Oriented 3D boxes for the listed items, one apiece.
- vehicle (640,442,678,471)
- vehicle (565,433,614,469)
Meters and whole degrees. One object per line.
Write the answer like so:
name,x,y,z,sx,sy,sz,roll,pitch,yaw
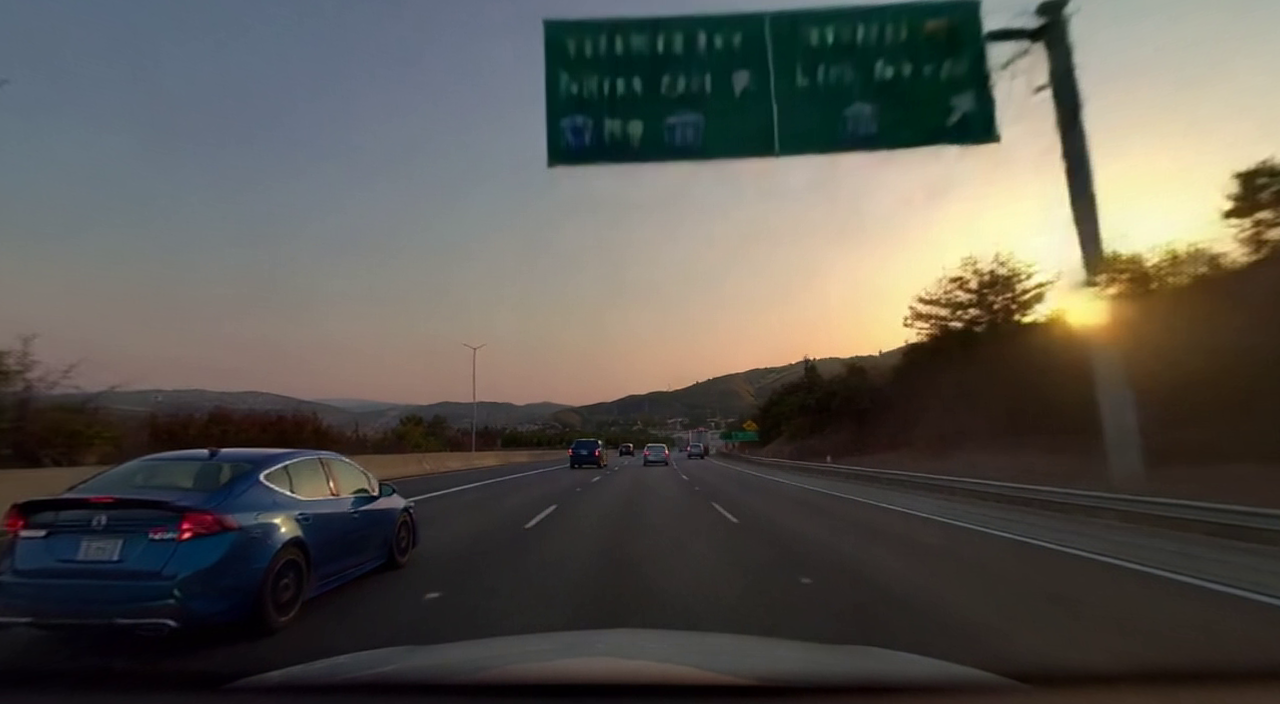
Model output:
vehicle,1.083,5.963,36.195,2.086,1.548,4.325,0,-9,1
vehicle,-2.832,5.746,36.591,2.264,1.901,4.647,0,-9,3
